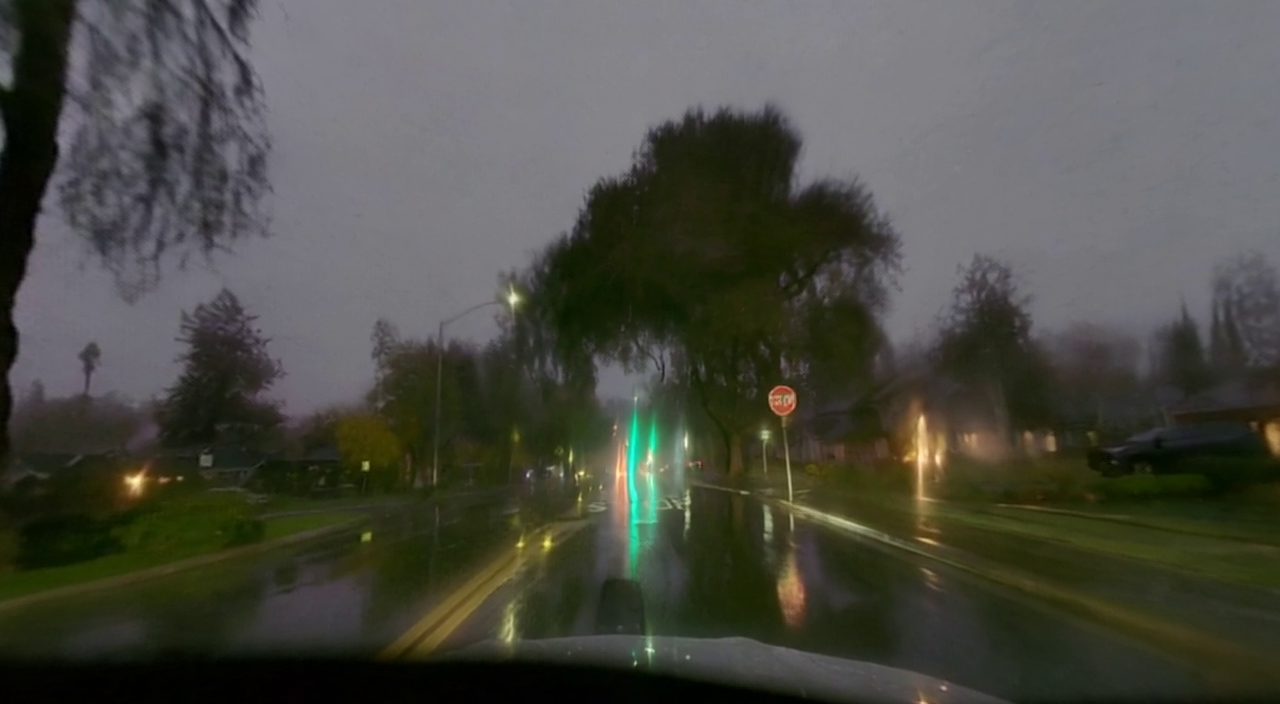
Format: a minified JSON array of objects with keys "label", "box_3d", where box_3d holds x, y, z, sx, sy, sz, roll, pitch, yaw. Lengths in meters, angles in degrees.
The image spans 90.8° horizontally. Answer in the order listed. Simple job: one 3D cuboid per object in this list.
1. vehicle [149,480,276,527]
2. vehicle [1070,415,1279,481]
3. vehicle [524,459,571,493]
[{"label":"vehicle","box_3d":[-18.521,6.558,27.445,4.274,1.626,2.093,-6,-10,11]},{"label":"vehicle","box_3d":[16.768,2.997,19.675,4.982,1.874,2.133,-3,-9,12]},{"label":"vehicle","box_3d":[-6.048,8.155,41.822,2.149,1.823,4.613,-6,-10,1]}]
